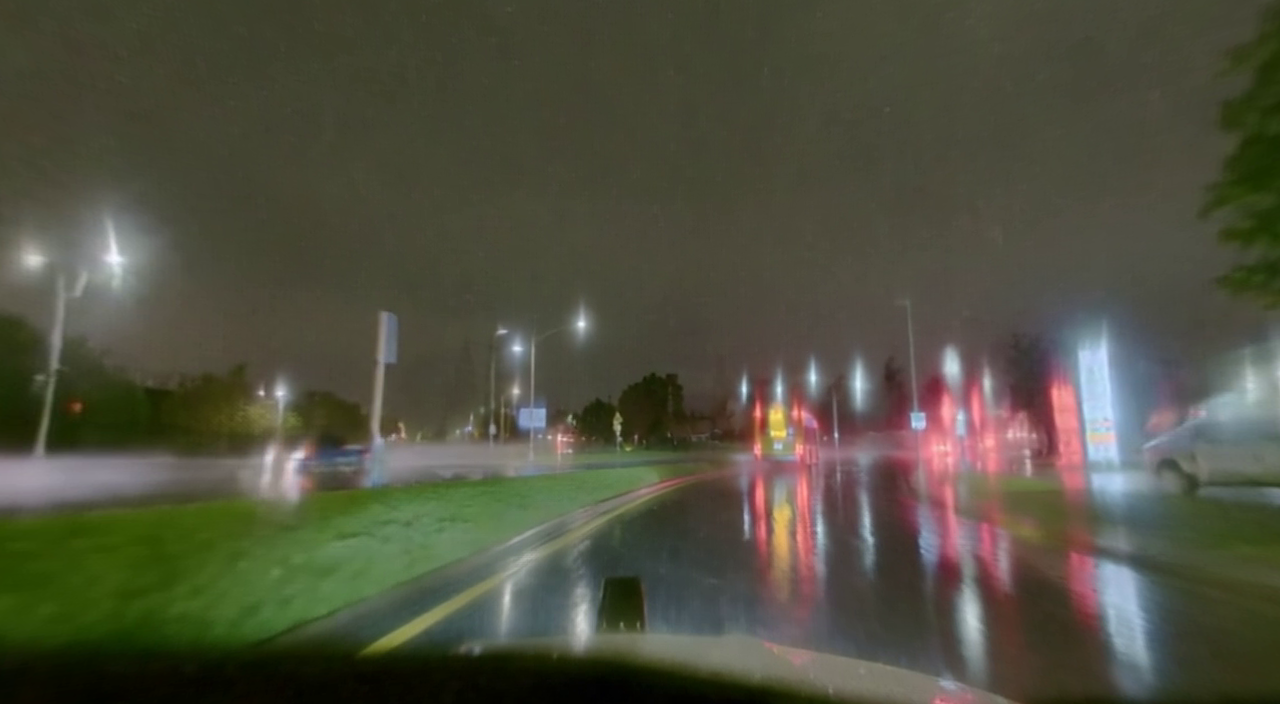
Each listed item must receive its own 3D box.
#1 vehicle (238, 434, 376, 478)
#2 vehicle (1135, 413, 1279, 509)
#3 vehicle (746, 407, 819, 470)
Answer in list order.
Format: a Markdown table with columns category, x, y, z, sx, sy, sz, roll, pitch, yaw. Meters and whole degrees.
| category | x | y | z | sx | sy | sz | roll | pitch | yaw |
| --- | --- | --- | --- | --- | --- | --- | --- | --- | --- |
| vehicle | -12.582 | 3.977 | 24.143 | 1.887 | 1.494 | 4.443 | -4 | -10 | 21 |
| vehicle | 14.753 | 2.331 | 13.581 | 5.856 | 1.945 | 2.183 | -2 | -9 | 13 |
| vehicle | 9.384 | 5.646 | 40.238 | 3.031 | 3.429 | 11.005 | -3 | -10 | 20 |
